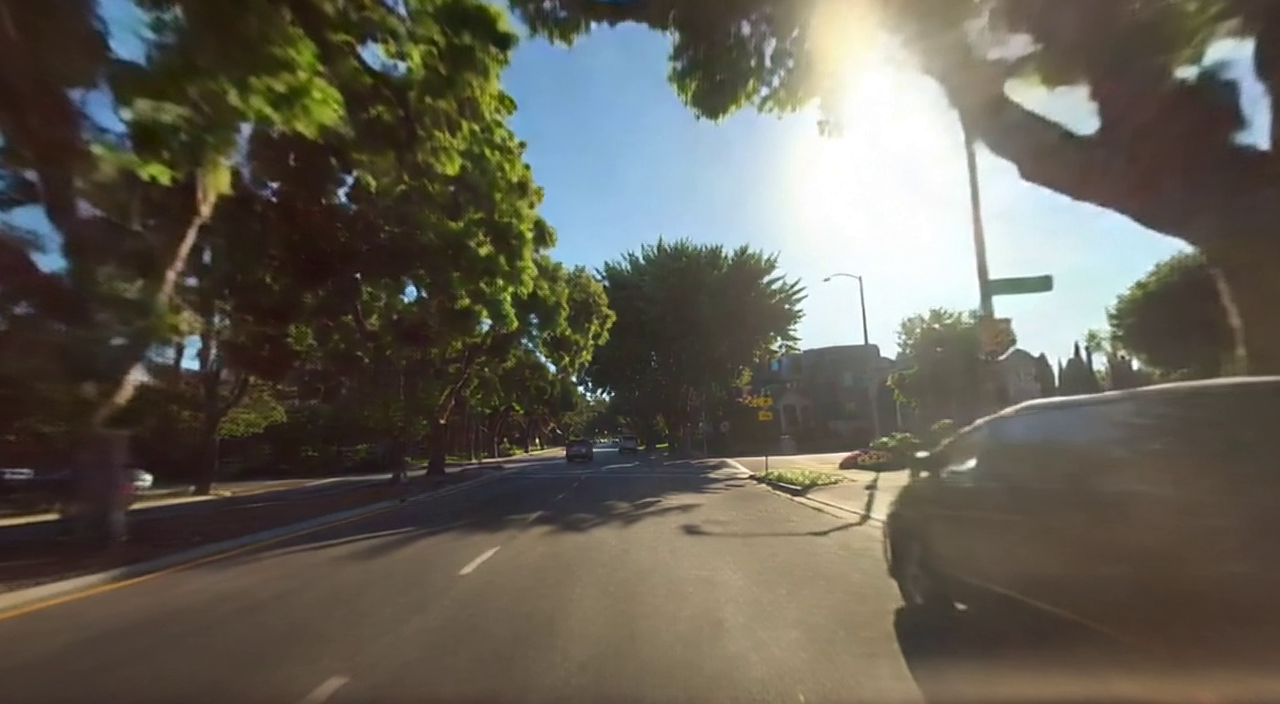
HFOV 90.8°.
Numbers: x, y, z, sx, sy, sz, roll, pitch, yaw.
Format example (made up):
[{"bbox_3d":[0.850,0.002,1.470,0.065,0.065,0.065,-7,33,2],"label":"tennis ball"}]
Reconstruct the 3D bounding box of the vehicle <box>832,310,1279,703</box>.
[{"bbox_3d":[3.427,1.054,3.881,2.388,1.879,6.303,2,-8,-2],"label":"vehicle"}]
